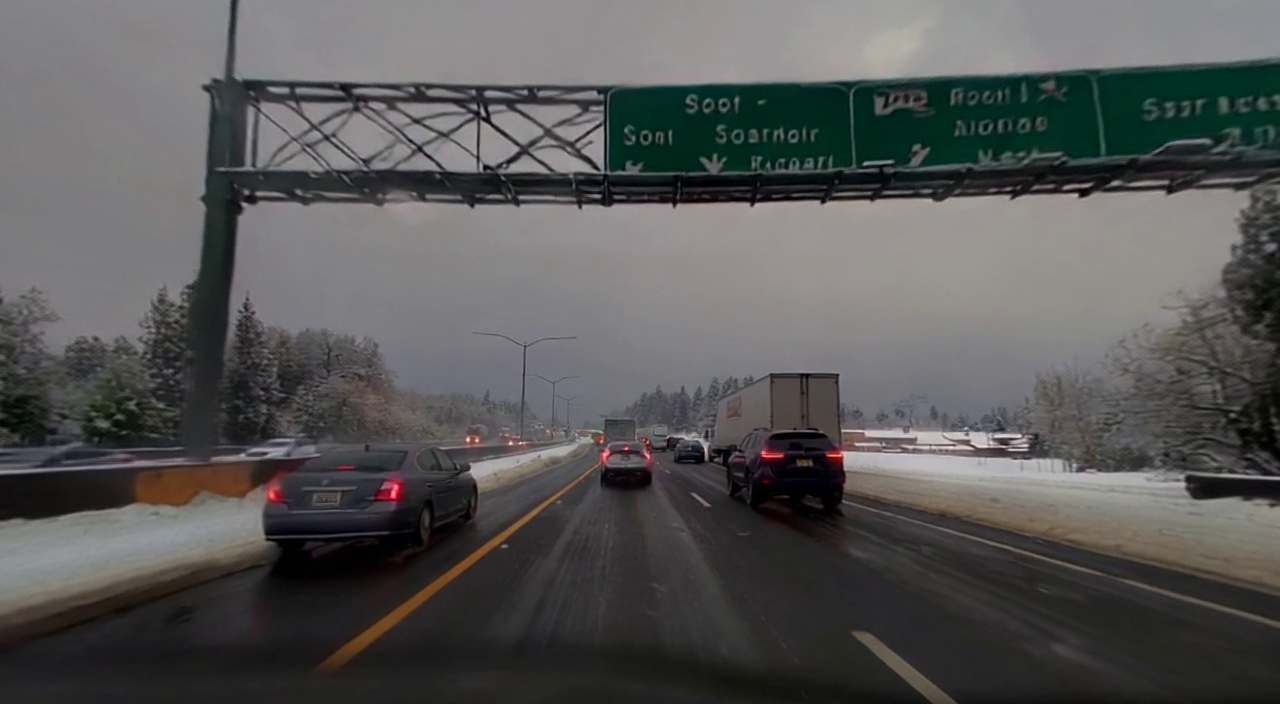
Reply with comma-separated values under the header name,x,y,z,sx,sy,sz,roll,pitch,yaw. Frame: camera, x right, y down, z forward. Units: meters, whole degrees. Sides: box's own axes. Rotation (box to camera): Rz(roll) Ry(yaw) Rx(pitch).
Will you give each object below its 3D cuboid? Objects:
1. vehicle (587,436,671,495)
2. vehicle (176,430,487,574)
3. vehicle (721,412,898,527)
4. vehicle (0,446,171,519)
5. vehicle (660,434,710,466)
name,x,y,z,sx,sy,sz,roll,pitch,yaw
vehicle,-0.304,3.168,17.917,2.136,1.470,3.971,0,-8,-1
vehicle,-3.655,1.836,8.606,1.998,1.423,4.436,0,-8,0
vehicle,3.079,2.255,12.658,2.173,1.870,4.499,0,-8,-2
vehicle,-14.393,3.102,15.548,2.196,1.493,4.475,0,-8,-1
vehicle,2.666,6.049,38.960,2.476,1.843,5.652,0,-8,-2
